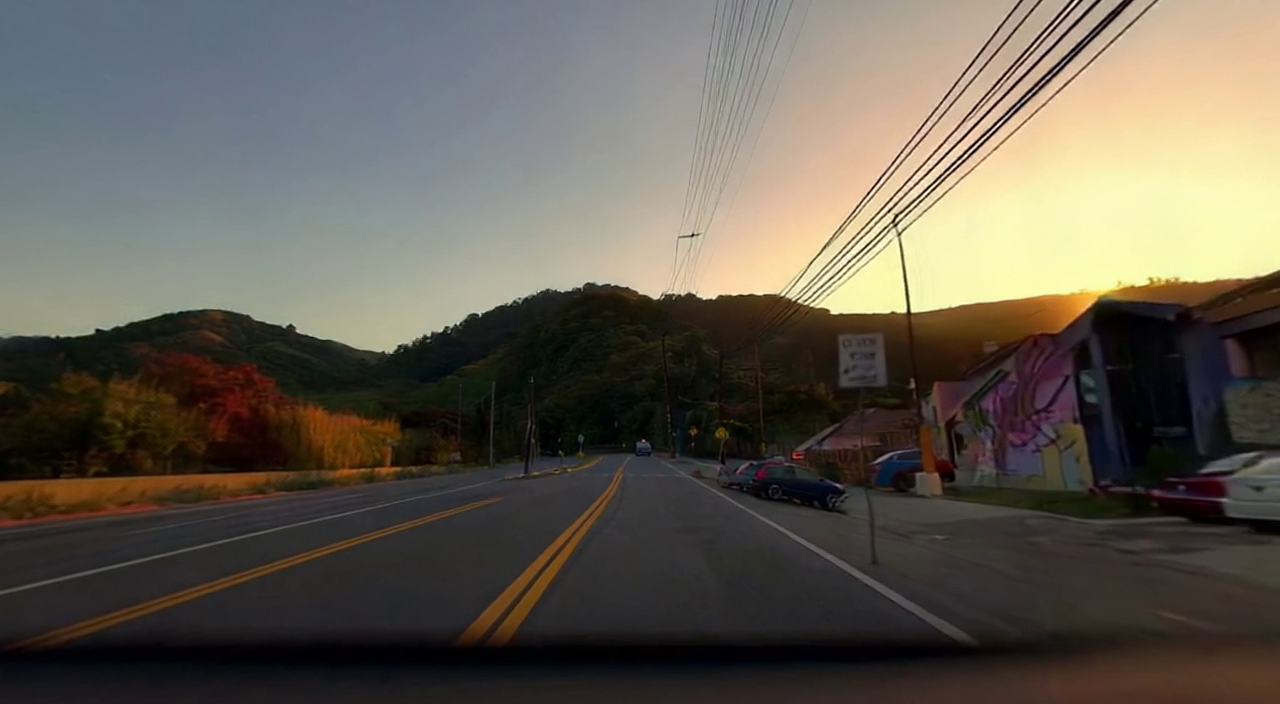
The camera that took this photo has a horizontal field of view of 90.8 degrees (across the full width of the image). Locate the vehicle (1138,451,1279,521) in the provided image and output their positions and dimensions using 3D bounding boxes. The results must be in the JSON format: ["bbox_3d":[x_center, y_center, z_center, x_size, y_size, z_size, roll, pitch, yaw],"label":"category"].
[{"bbox_3d":[15.536,3.338,15.981,4.145,1.599,1.982,0,-9,0],"label":"vehicle"}]

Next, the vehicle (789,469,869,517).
[{"bbox_3d":[6.829,5.096,23.254,1.781,1.432,4.169,0,-9,2],"label":"vehicle"}]

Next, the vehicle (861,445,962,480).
[{"bbox_3d":[15.450,6.293,36.125,4.798,1.934,1.908,0,-9,0],"label":"vehicle"}]
